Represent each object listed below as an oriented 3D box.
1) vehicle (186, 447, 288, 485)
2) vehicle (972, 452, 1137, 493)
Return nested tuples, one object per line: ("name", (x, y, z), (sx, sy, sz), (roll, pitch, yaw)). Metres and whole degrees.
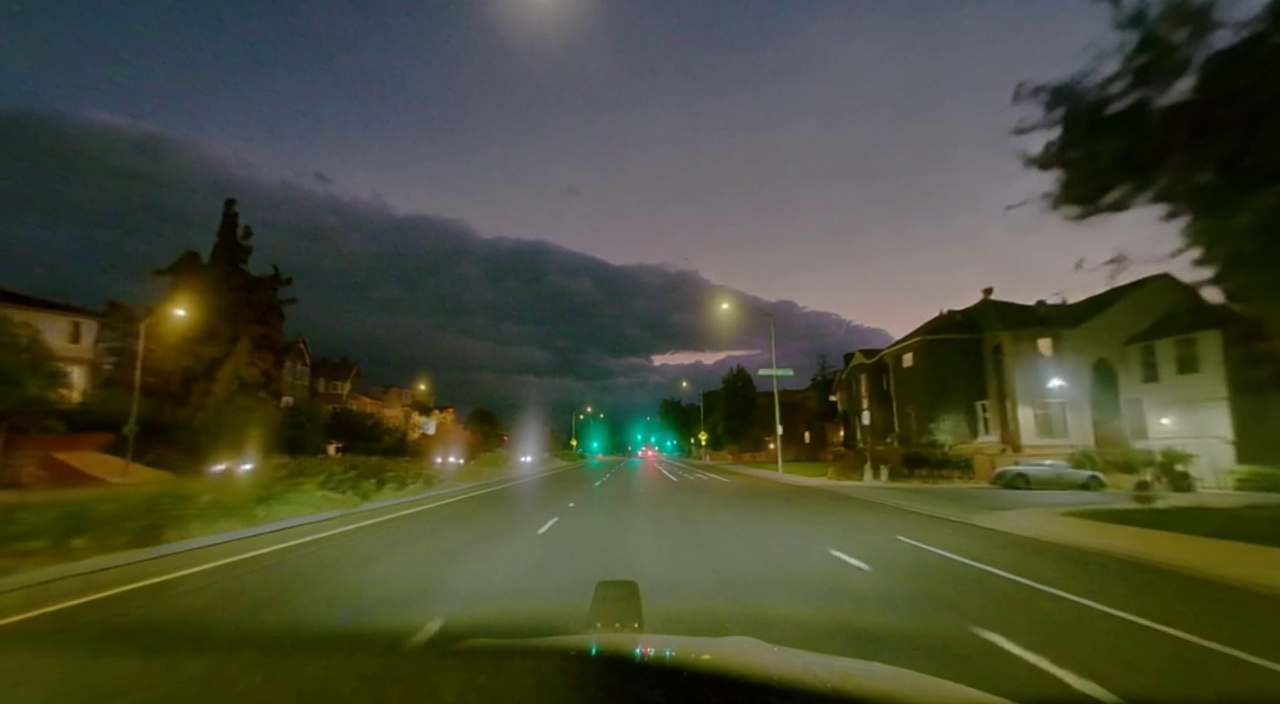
("vehicle", (-19.875, 5.609, 31.478), (1.954, 1.716, 4.676), (0, -8, 0))
("vehicle", (15.977, 4.650, 24.555), (4.913, 1.470, 2.045), (0, -8, 0))
